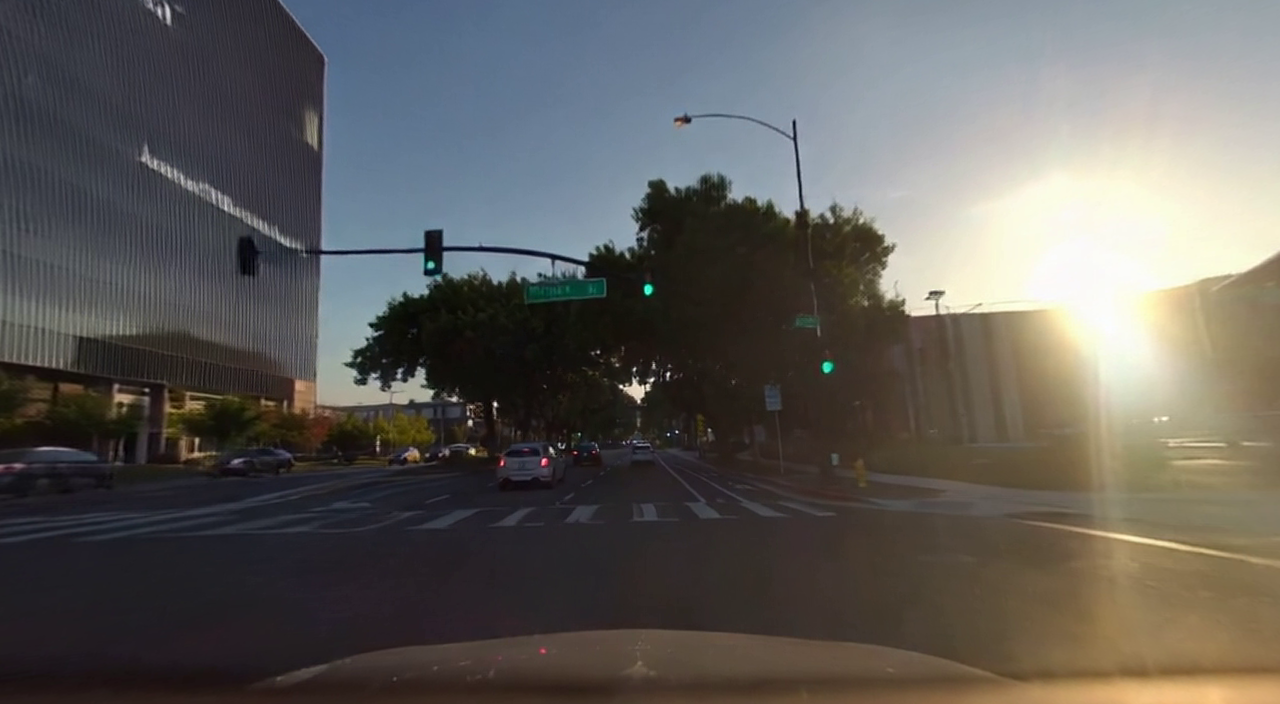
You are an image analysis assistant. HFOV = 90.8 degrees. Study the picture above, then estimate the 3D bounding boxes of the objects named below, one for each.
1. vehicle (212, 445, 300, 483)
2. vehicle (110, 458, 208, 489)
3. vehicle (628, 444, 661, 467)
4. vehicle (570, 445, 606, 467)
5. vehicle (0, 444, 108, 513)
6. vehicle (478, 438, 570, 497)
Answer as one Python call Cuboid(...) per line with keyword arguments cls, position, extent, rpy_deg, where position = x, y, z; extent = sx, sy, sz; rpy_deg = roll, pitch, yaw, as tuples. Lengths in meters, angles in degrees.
Cuboid(cls="vehicle", position=(-20.478, 5.954, 33.926), extent=(2.068, 1.848, 4.247), rpy_deg=(0, -8, 0))
Cuboid(cls="vehicle", position=(-26.682, 6.734, 35.290), extent=(1.972, 1.436, 4.502), rpy_deg=(0, -8, 0))
Cuboid(cls="vehicle", position=(0.235, 6.927, 42.463), extent=(2.102, 1.482, 4.125), rpy_deg=(0, -8, -1))
Cuboid(cls="vehicle", position=(-3.631, 7.365, 44.942), extent=(2.088, 1.430, 4.482), rpy_deg=(0, -8, 1))
Cuboid(cls="vehicle", position=(-17.183, 3.347, 16.949), extent=(1.926, 1.711, 4.516), rpy_deg=(0, -8, -1))
Cuboid(cls="vehicle", position=(-3.304, 3.363, 18.790), extent=(1.983, 1.545, 3.773), rpy_deg=(0, -8, 0))
